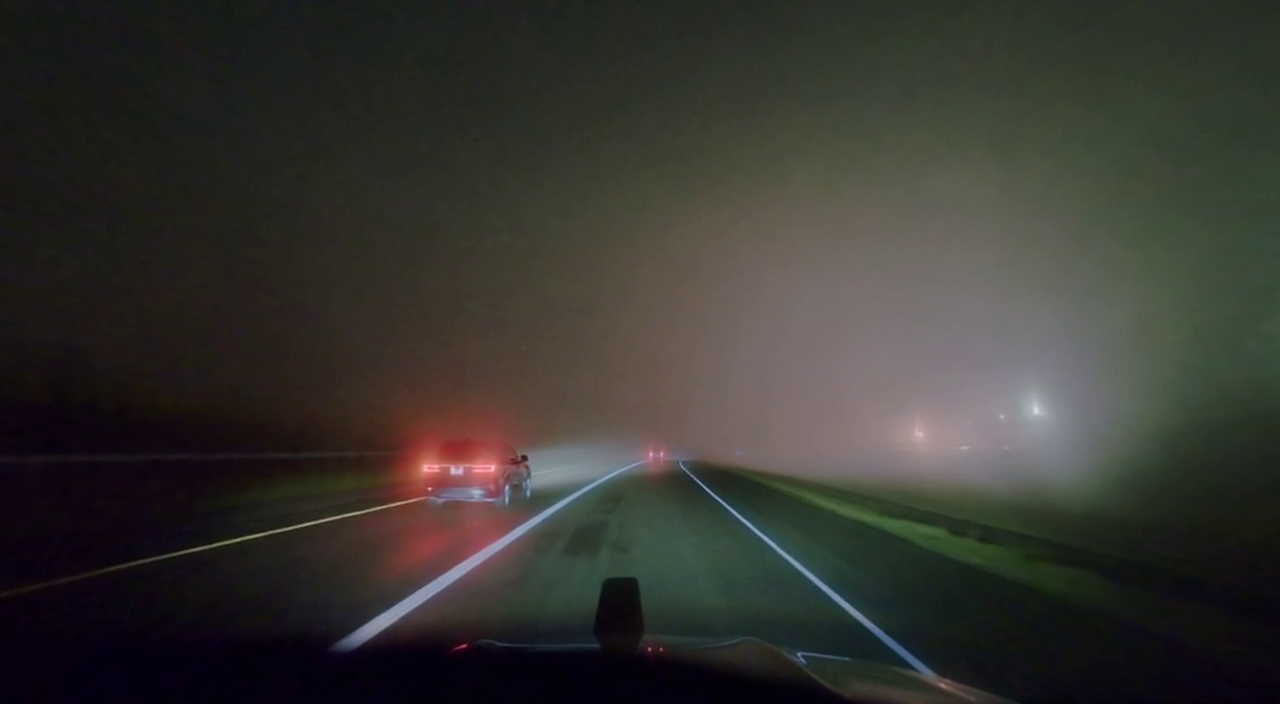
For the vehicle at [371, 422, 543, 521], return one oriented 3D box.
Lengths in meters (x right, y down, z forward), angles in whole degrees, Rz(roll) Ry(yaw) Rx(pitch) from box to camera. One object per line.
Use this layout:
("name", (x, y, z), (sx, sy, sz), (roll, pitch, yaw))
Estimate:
("vehicle", (-3.704, 2.539, 13.881), (2.193, 1.771, 4.757), (0, -9, 2))
